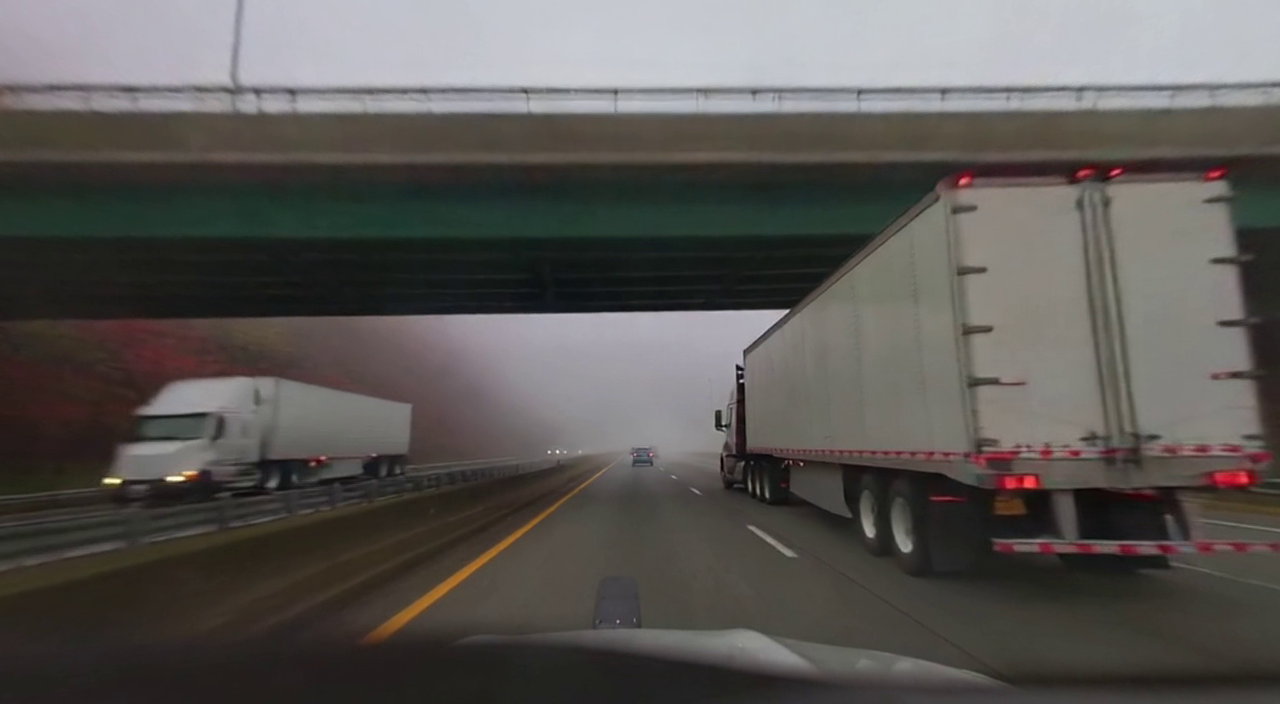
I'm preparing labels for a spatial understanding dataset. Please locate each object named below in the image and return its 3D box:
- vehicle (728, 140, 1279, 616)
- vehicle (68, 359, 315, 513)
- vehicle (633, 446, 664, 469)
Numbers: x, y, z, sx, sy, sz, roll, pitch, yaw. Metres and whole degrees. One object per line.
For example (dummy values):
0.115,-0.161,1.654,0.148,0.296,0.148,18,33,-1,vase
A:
4.386,1.212,12.707,2.956,4.281,14.327,0,-9,-1,vehicle
-13.630,2.681,19.923,3.170,4.126,5.938,0,-9,0,vehicle
0.526,6.967,41.447,1.961,1.454,3.755,0,-9,0,vehicle
